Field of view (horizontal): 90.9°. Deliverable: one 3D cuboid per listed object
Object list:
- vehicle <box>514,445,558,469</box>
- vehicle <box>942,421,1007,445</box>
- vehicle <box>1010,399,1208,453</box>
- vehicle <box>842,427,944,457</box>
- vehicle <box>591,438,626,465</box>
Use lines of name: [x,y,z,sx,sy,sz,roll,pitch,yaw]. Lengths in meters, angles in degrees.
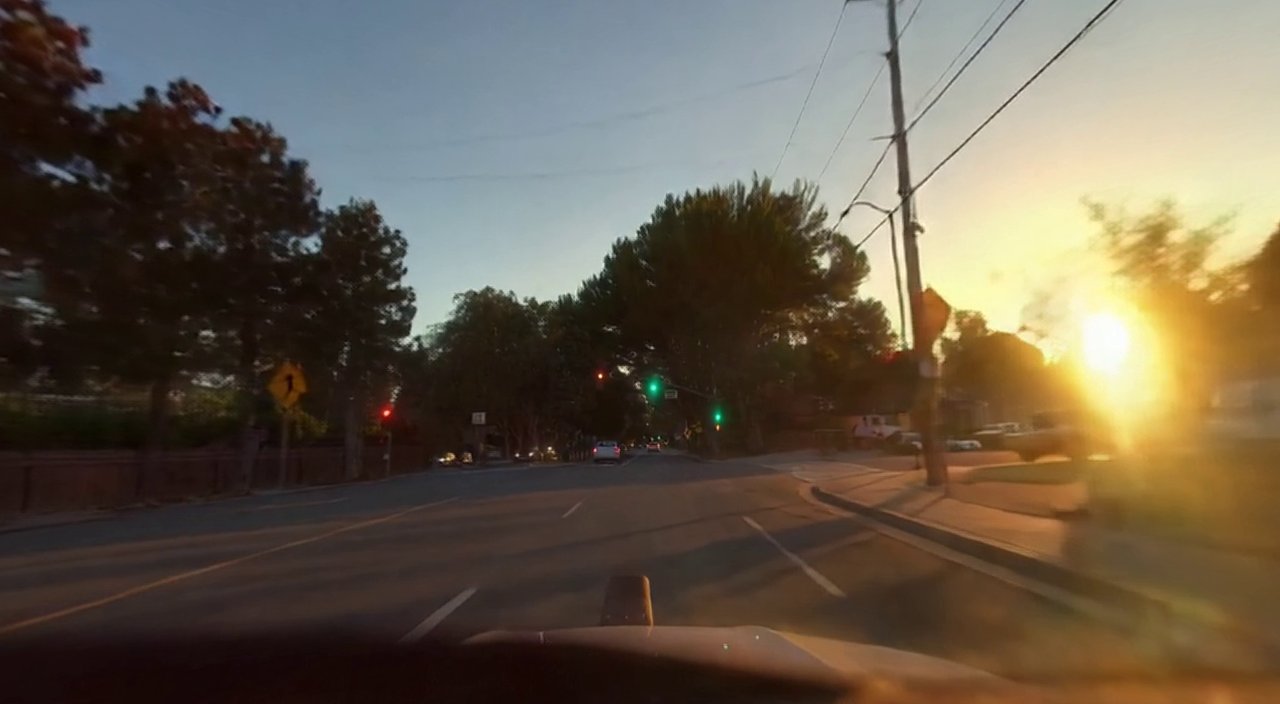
vehicle: [-7.159,7.274,43.849,2.122,1.602,4.369,-1,-8,2]
vehicle: [23.475,5.756,44.418,1.809,1.477,4.381,-3,-8,-5]
vehicle: [18.943,3.041,25.687,6.313,2.043,2.272,0,-8,-3]
vehicle: [13.468,4.828,33.749,4.665,1.498,1.866,0,-8,-3]
vehicle: [-2.150,6.905,43.822,2.084,1.701,4.734,-1,-8,1]
